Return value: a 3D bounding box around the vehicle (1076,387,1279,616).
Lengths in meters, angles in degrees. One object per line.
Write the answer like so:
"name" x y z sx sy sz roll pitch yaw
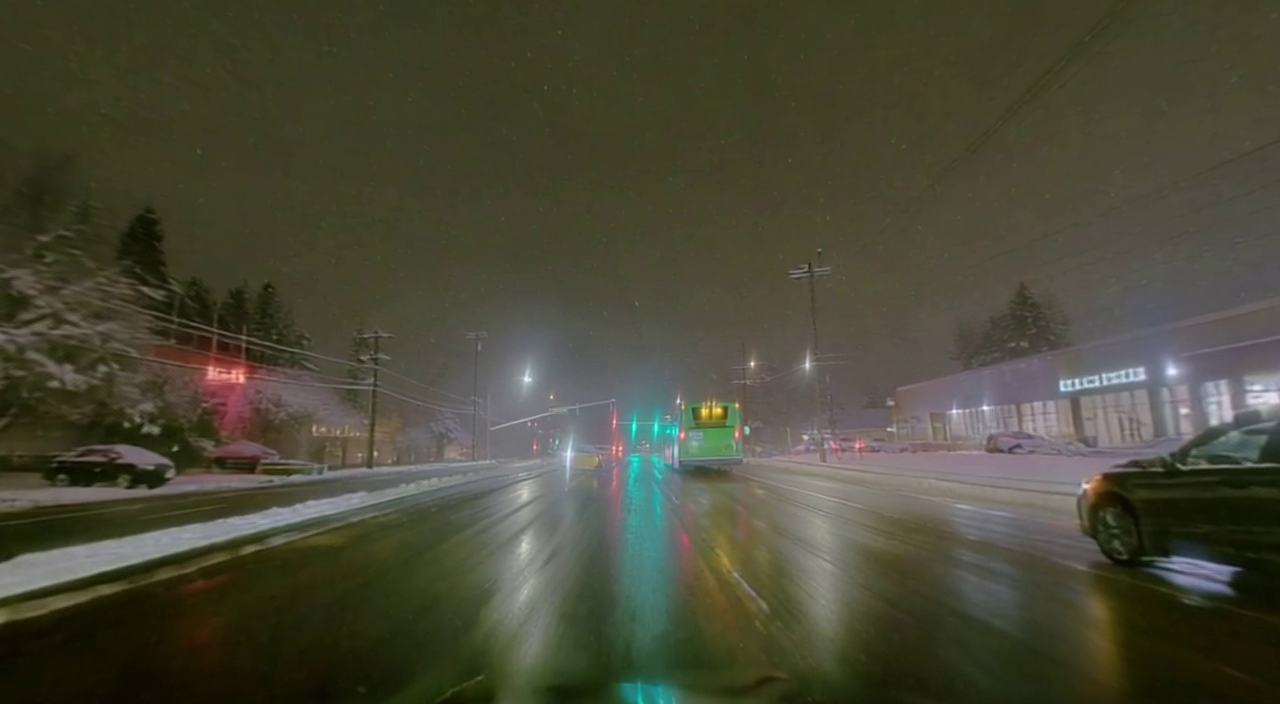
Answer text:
"vehicle" 6.018 1.133 4.705 2.129 1.754 4.668 0 -8 0

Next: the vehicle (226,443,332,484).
"vehicle" -19.135 5.916 33.829 2.123 1.905 5.972 -2 -9 1

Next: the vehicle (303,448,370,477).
"vehicle" -18.915 6.868 39.459 1.918 1.705 4.573 0 -8 1

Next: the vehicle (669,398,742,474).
"vehicle" 3.082 4.340 32.219 2.766 3.306 9.281 0 -8 0

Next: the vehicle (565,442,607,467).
"vehicle" -3.290 6.312 38.916 2.211 1.416 4.179 0 -8 0

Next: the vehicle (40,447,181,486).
"vehicle" -24.925 5.397 29.755 4.724 1.734 2.076 0 -8 1

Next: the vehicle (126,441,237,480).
"vehicle" -25.084 5.947 34.575 4.425 2.063 1.988 0 -8 -3
